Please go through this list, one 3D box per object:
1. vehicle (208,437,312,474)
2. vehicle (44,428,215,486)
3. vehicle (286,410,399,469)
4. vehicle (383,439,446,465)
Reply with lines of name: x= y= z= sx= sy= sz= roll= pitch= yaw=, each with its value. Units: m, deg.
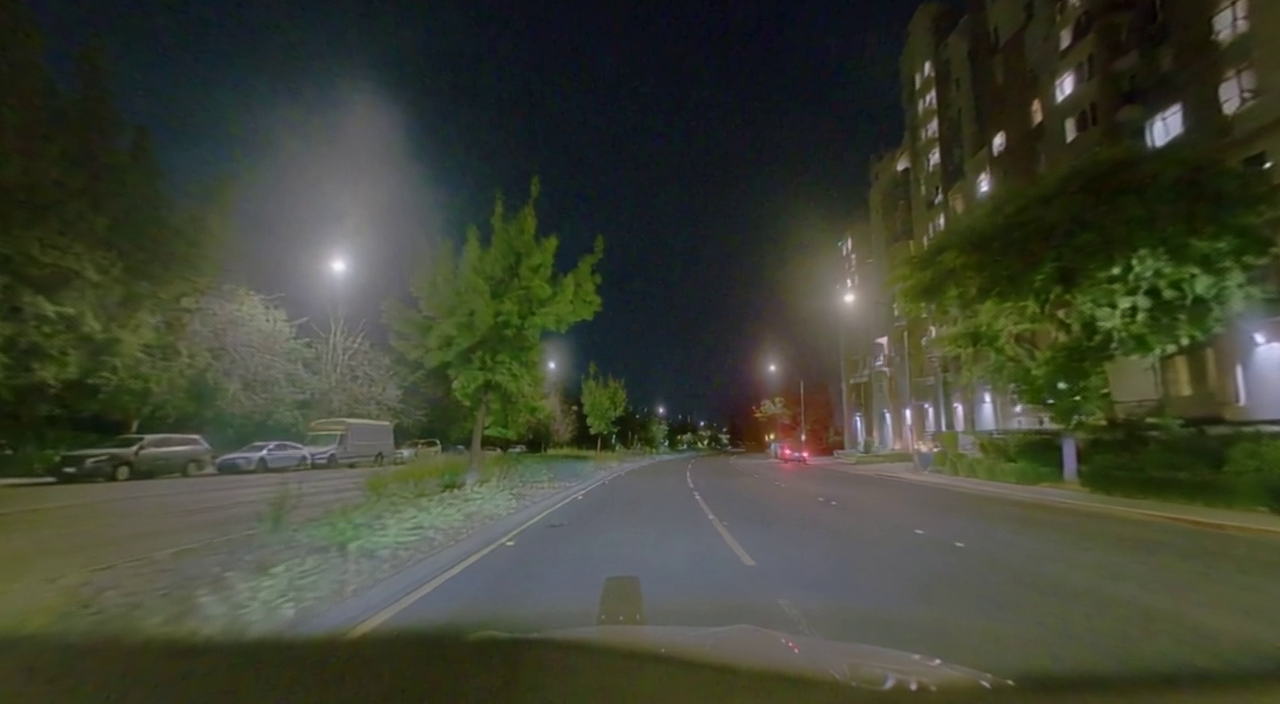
vehicle: x=-18.319 y=5.049 z=30.787 sx=1.876 sy=1.624 sz=4.827 roll=-1 pitch=-9 yaw=3
vehicle: x=-18.830 y=3.915 z=23.730 sx=2.096 sy=1.839 sz=5.137 roll=-2 pitch=-9 yaw=1
vehicle: x=-17.649 y=5.394 z=38.177 sx=2.781 sy=3.224 sz=7.055 roll=-1 pitch=-10 yaw=5
vehicle: x=-16.876 y=7.544 z=47.660 sx=2.226 sy=1.733 sz=5.775 roll=-1 pitch=-9 yaw=5
